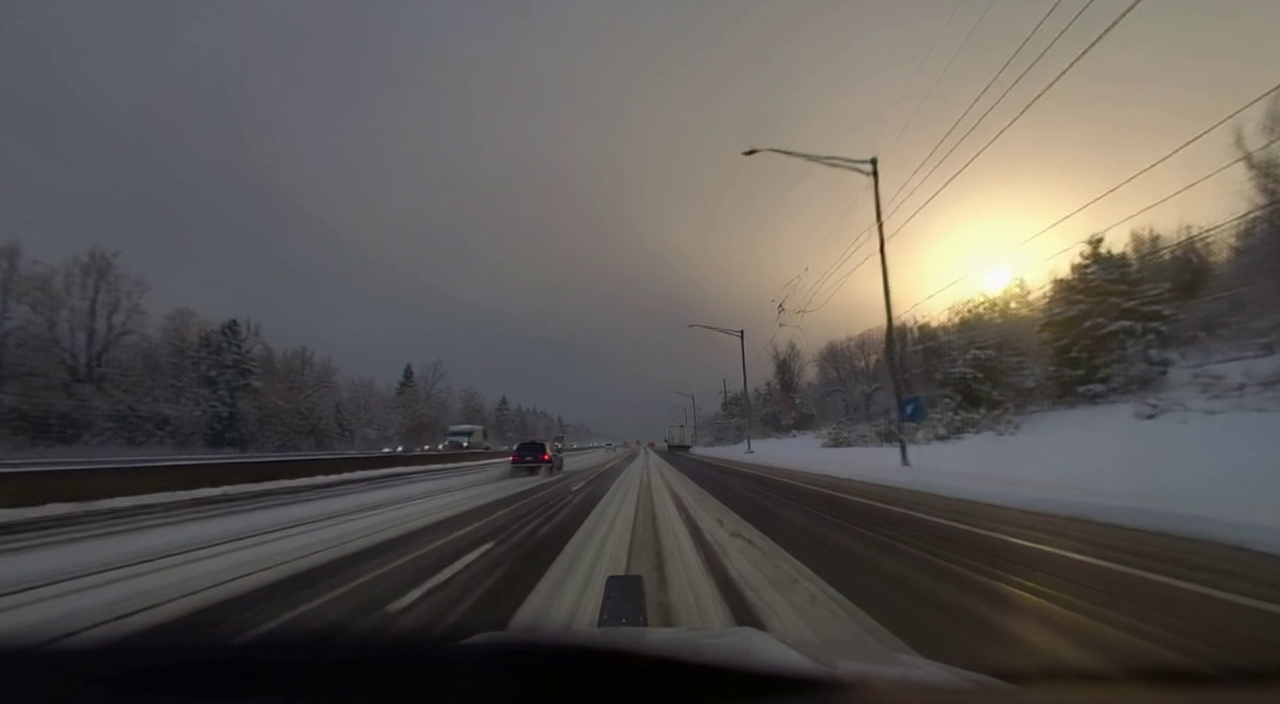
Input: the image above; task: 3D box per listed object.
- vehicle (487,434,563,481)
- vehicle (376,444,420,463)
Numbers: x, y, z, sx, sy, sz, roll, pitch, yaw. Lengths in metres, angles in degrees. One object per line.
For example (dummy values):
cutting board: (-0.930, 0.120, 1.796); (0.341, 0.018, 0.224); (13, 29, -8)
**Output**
vehicle: (-4.393, 4.111, 24.837); (2.064, 1.642, 4.389); (0, -8, 1)
vehicle: (-19.105, 8.011, 49.906); (1.784, 1.465, 4.274); (0, -8, 0)
